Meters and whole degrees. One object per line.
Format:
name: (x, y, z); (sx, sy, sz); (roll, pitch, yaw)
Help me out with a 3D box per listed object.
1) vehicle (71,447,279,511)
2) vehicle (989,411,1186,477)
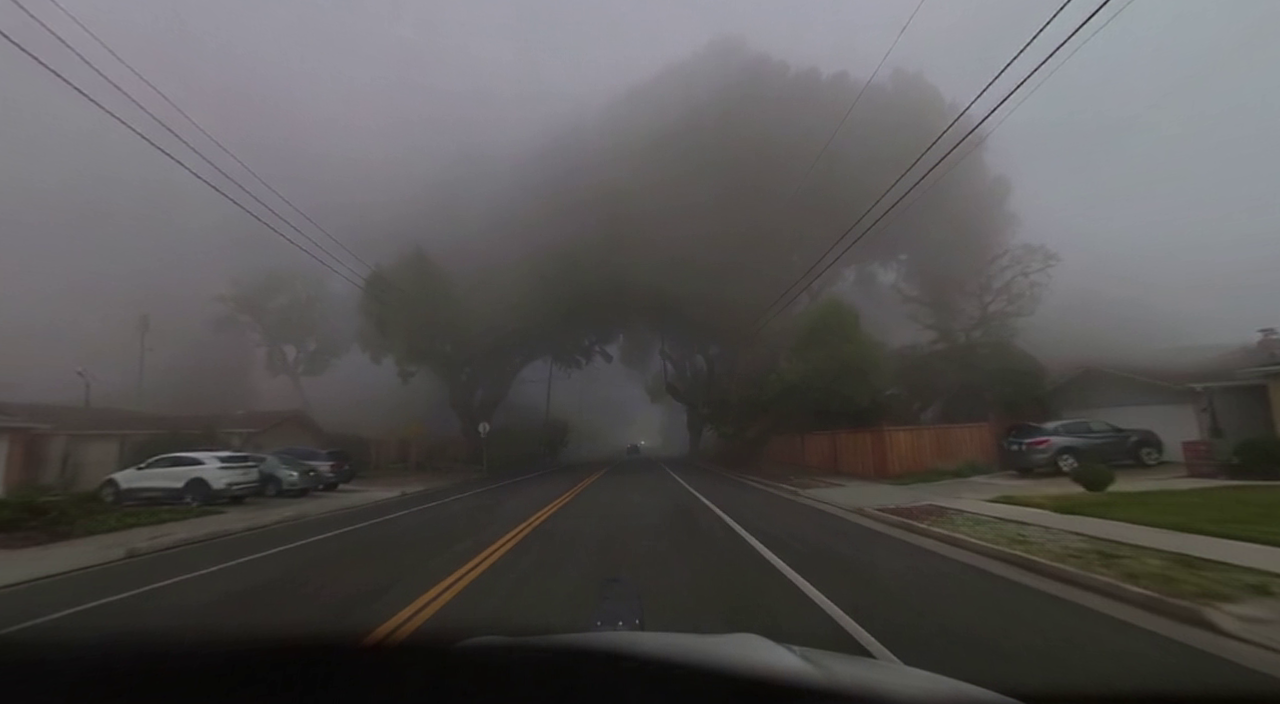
vehicle: (-12.321, 3.362, 16.995); (3.927, 1.560, 2.049); (0, -8, -1)
vehicle: (13.158, 2.719, 18.693); (4.653, 1.775, 1.906); (2, -8, -10)
